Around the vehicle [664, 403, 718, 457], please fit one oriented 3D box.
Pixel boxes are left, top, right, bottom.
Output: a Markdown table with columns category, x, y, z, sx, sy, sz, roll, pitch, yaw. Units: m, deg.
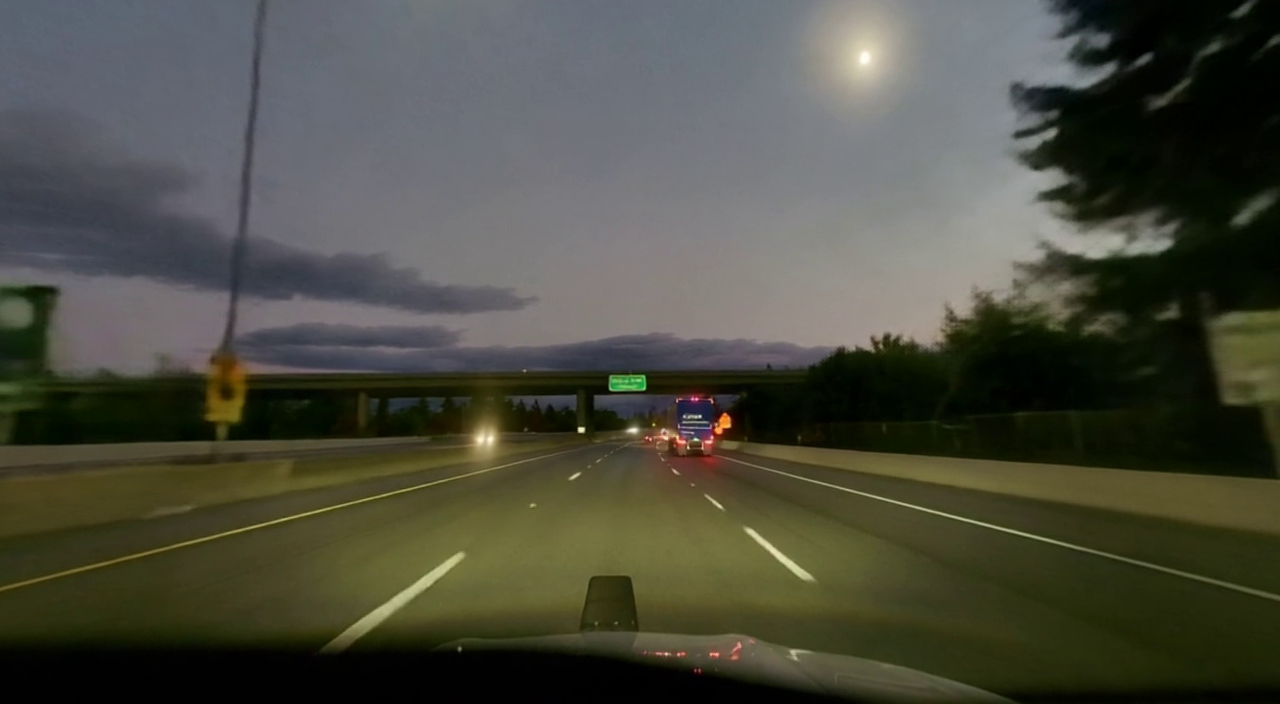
| category | x | y | z | sx | sy | sz | roll | pitch | yaw |
| --- | --- | --- | --- | --- | --- | --- | --- | --- | --- |
| vehicle | 3.545 | 5.823 | 46.730 | 2.981 | 3.512 | 11.154 | 1 | -8 | -1 |
